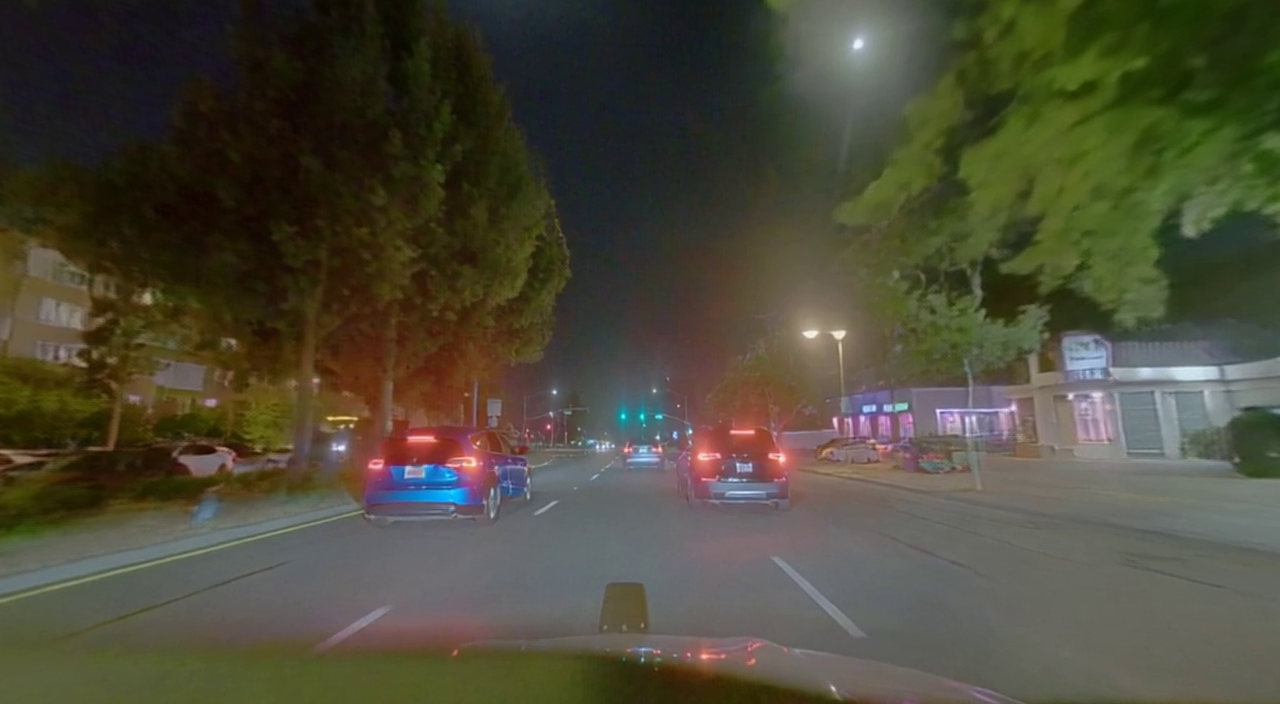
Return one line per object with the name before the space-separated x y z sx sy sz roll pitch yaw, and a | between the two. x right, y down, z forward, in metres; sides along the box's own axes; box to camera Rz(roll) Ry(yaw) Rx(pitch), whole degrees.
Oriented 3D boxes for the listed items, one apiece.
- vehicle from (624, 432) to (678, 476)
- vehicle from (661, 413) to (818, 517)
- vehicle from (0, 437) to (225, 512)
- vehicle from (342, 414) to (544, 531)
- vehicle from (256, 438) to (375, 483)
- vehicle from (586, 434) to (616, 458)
vehicle | 0.401 3.908 24.312 1.922 1.579 3.642 0 -8 0
vehicle | 1.770 2.245 12.943 2.280 1.747 4.361 1 -8 -3
vehicle | -12.394 2.786 14.916 1.833 1.469 4.650 0 -8 2
vehicle | -3.233 2.101 11.569 2.043 1.687 4.676 0 -8 2
vehicle | -11.942 4.015 23.617 1.923 1.490 4.501 0 -8 2
vehicle | -2.979 7.351 49.233 2.014 1.755 4.360 0 -8 1
